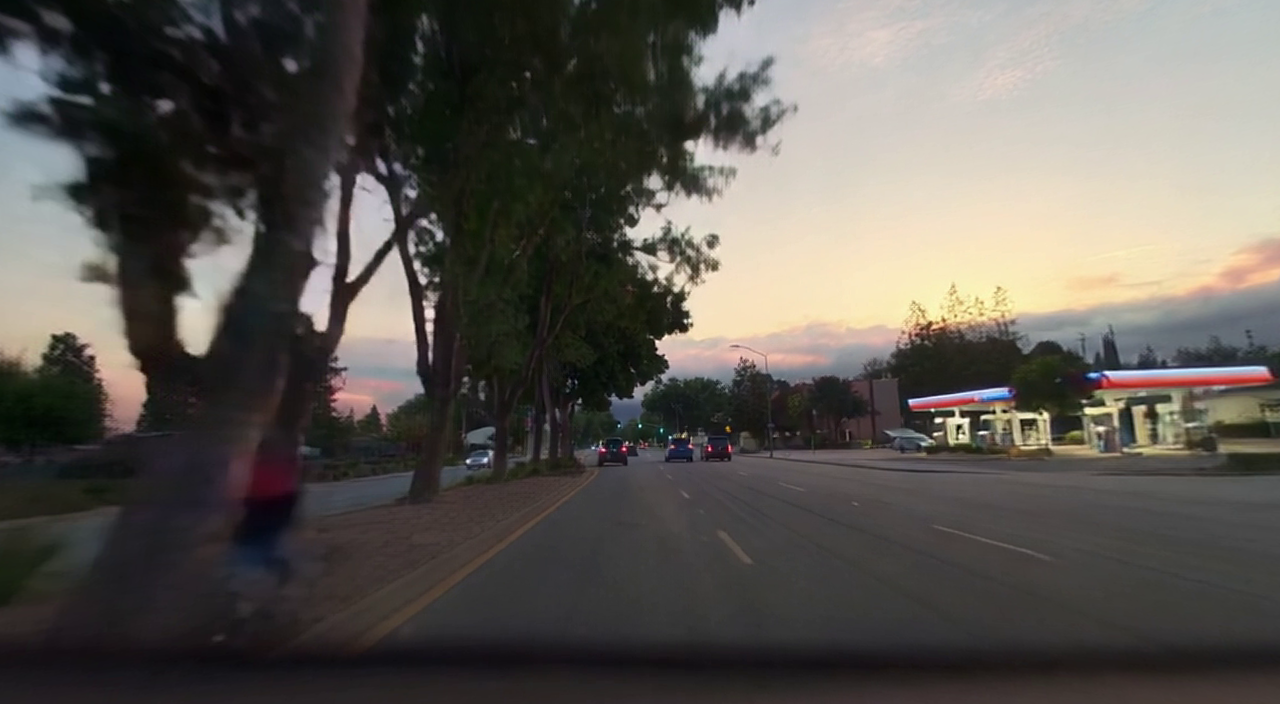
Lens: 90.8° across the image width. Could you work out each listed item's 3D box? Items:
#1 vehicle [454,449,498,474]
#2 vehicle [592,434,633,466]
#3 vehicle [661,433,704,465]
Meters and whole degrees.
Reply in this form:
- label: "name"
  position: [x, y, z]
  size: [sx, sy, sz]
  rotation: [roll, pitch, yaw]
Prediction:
- label: "vehicle"
  position: [-11.904, 7.959, 46.129]
  size: [1.934, 1.674, 4.445]
  rotation: [0, -8, 2]
- label: "vehicle"
  position: [-1.775, 6.061, 39.150]
  size: [2.261, 1.820, 4.255]
  rotation: [1, -8, -6]
- label: "vehicle"
  position: [2.500, 5.908, 38.413]
  size: [2.140, 1.800, 4.660]
  rotation: [0, -8, -2]
